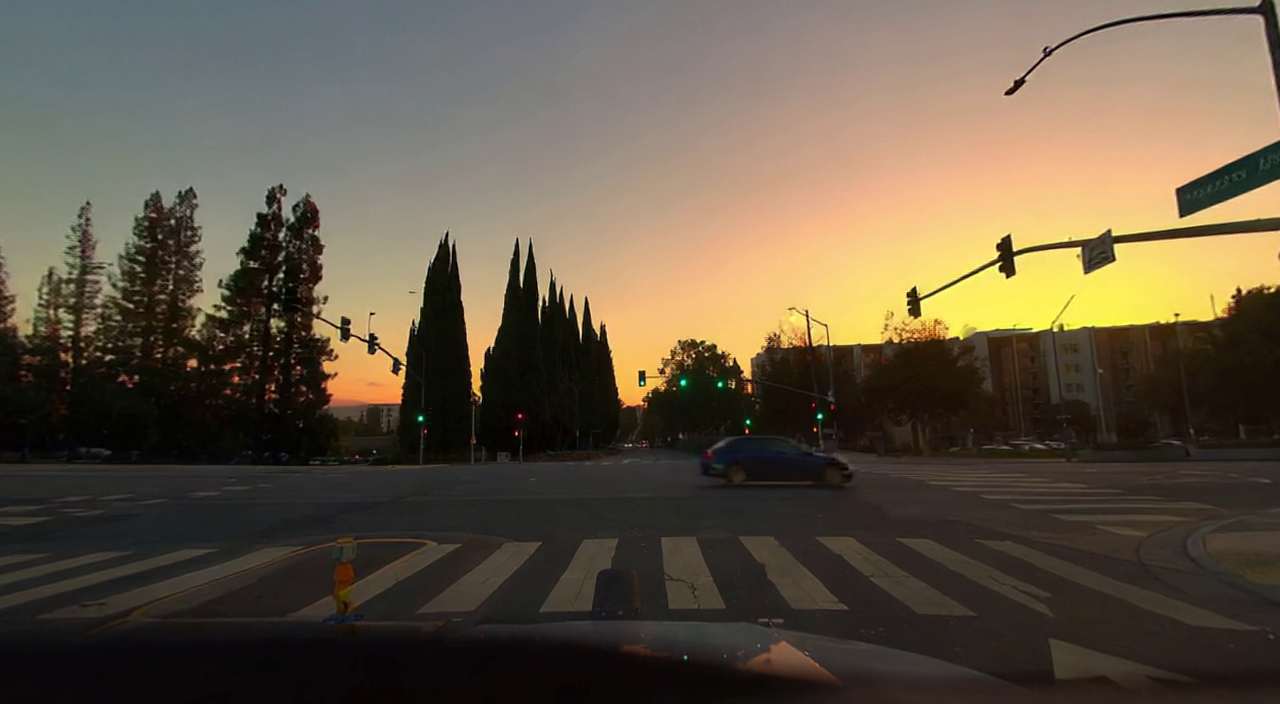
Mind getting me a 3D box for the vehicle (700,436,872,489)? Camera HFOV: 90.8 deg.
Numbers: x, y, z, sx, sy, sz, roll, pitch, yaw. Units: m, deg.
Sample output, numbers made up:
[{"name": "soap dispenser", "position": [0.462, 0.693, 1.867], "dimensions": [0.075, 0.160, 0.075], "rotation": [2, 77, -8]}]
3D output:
[{"name": "vehicle", "position": [4.253, 3.291, 19.025], "dimensions": [4.698, 1.466, 1.883], "rotation": [0, -9, 0]}]
